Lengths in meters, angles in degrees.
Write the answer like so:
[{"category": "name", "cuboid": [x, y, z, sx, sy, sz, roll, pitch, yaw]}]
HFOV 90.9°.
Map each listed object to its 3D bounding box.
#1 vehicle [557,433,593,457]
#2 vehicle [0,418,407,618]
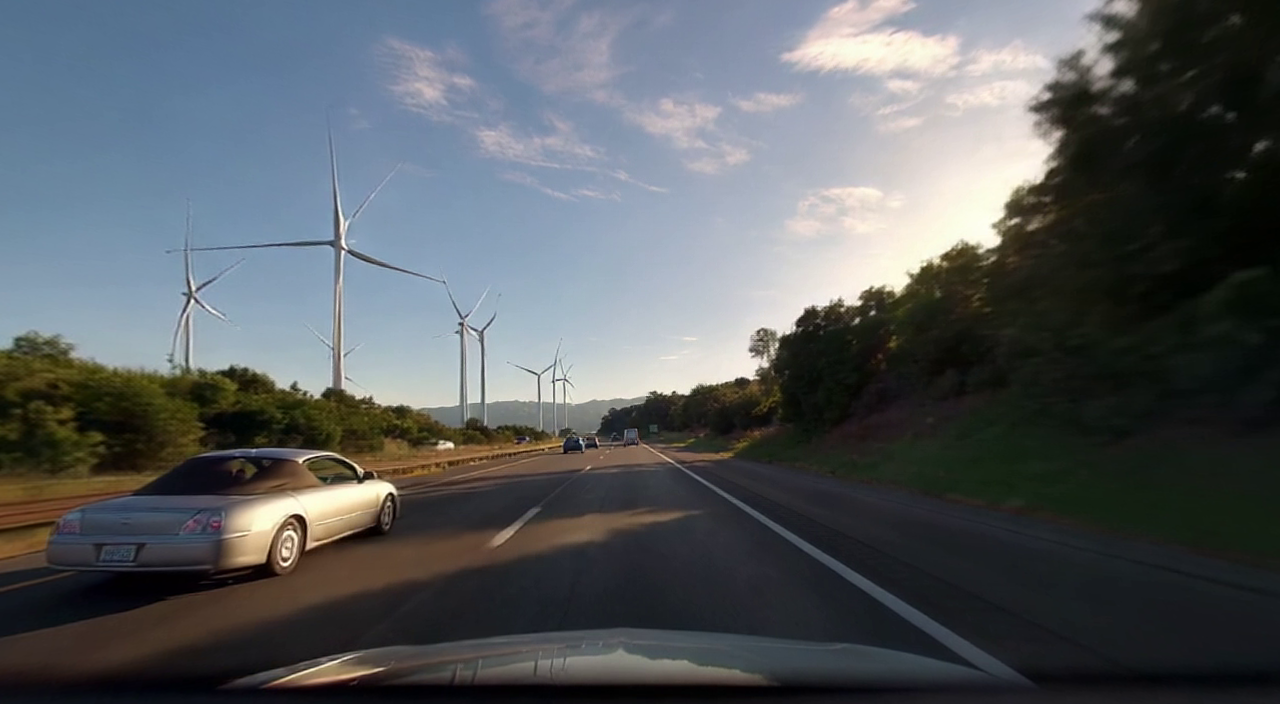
[{"category": "vehicle", "cuboid": [-4.137, 6.005, 40.646, 2.024, 1.456, 3.754, 0, -8, -1]}, {"category": "vehicle", "cuboid": [-4.204, 1.469, 6.642, 1.969, 1.413, 4.194, 0, -8, -1]}]
